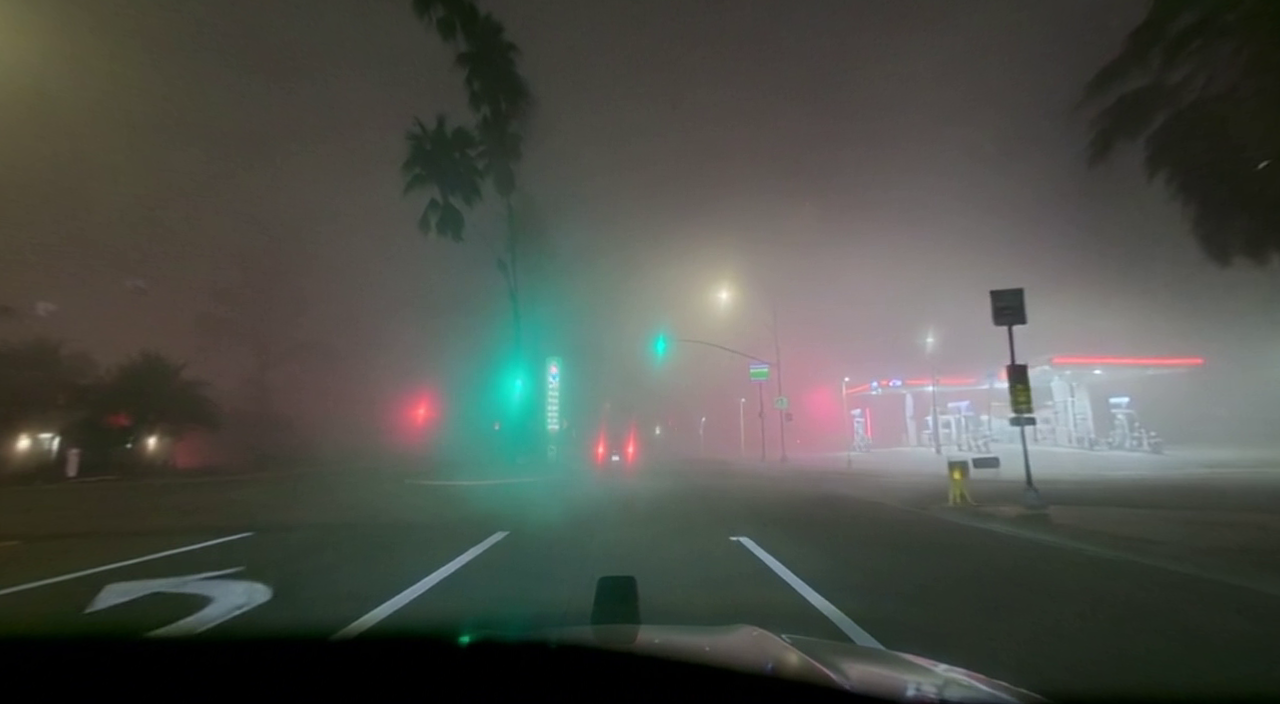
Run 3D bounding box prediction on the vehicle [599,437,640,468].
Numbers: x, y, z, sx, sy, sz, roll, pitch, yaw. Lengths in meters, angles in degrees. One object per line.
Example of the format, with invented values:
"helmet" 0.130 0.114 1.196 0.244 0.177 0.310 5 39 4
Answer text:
"vehicle" -1.126 5.425 34.141 2.073 1.525 4.809 0 -9 -2
